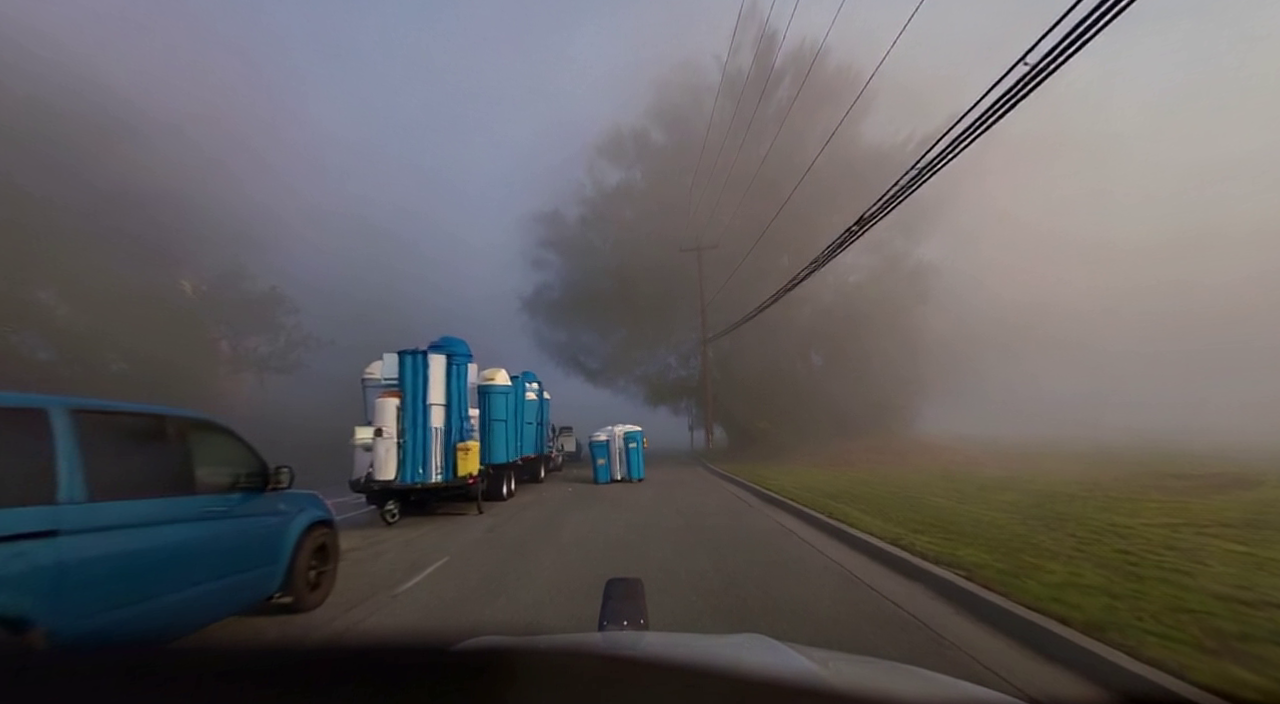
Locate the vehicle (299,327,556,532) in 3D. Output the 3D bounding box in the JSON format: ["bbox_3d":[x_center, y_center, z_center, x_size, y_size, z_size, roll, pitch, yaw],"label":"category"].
[{"bbox_3d":[-4.067,1.847,14.574,3.120,3.393,7.945,1,-8,0],"label":"vehicle"}]

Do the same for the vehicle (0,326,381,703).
[{"bbox_3d":[-3.492,0.958,3.274,2.187,1.821,4.748,0,-8,1],"label":"vehicle"}]

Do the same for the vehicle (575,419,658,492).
[{"bbox_3d":[-0.649,2.982,18.369,2.117,1.861,4.095,0,-8,-1],"label":"vehicle"}]
